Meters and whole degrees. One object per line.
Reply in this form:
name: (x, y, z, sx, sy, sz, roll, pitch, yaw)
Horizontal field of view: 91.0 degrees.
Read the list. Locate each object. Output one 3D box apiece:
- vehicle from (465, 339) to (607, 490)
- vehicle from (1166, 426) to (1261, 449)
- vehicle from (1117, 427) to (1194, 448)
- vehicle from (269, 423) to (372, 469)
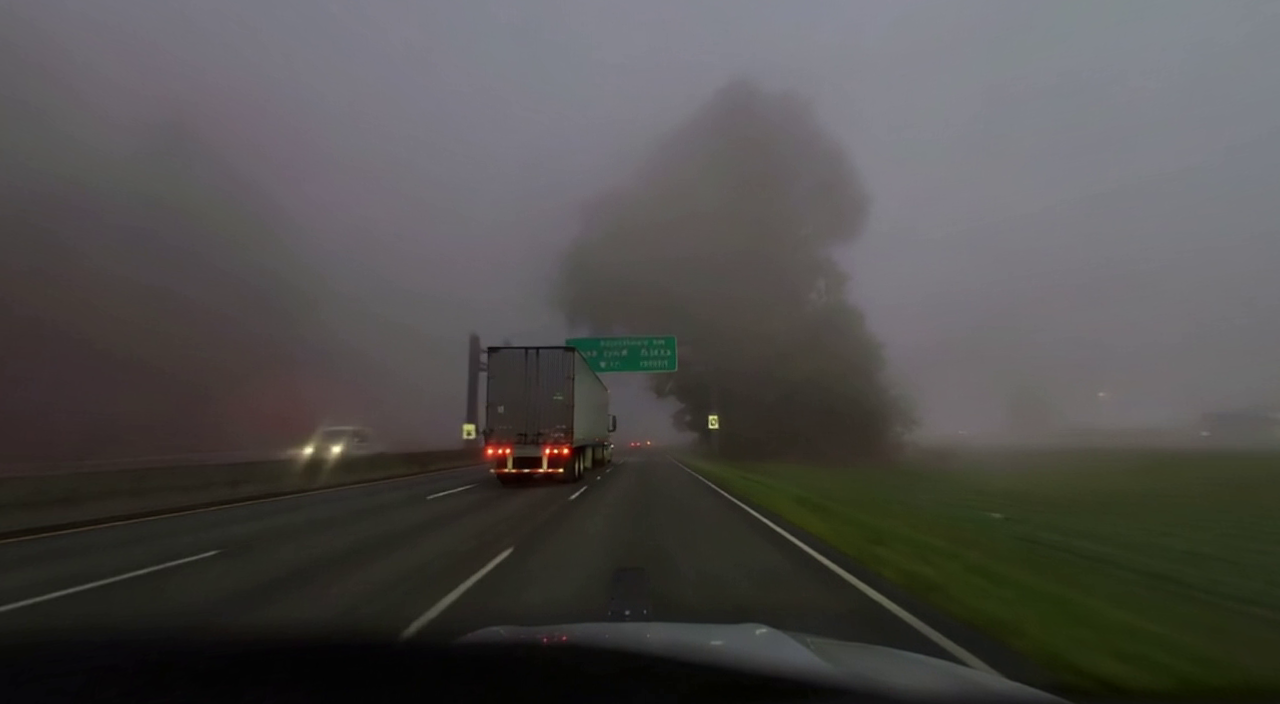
vehicle: (-3.166, 2.695, 24.126, 2.947, 4.051, 14.256, -1, -8, 0)
vehicle: (37.414, 5.597, 41.108, 4.327, 1.491, 1.869, 0, -8, 1)
vehicle: (37.567, 6.247, 45.880, 3.971, 1.532, 1.788, 0, -8, 3)
vehicle: (-14.460, 4.307, 28.829, 2.131, 1.914, 4.745, 0, -8, 1)
